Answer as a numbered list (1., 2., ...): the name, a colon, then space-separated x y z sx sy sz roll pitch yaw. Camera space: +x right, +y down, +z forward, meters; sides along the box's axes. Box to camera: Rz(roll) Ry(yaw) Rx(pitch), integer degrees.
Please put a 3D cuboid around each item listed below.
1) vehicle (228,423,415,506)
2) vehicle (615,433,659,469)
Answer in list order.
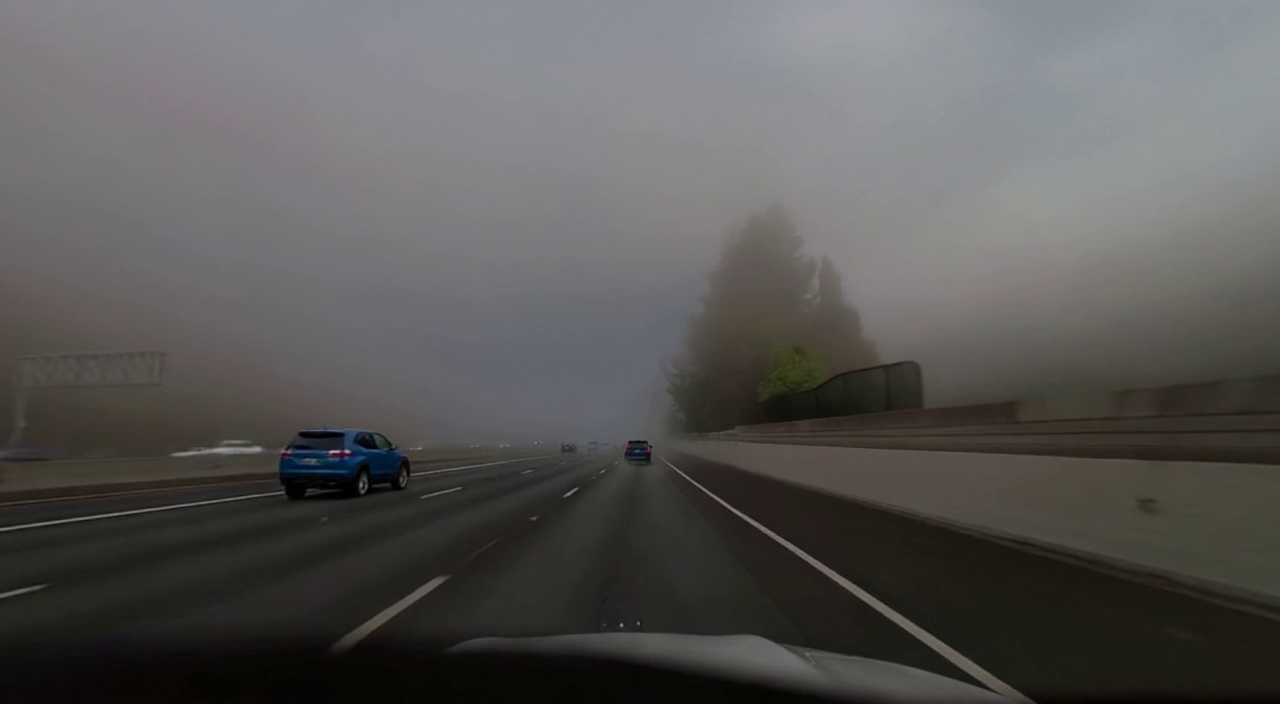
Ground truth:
1. vehicle: -7.451 2.675 15.396 2.166 1.705 4.433 0 -9 1
2. vehicle: -0.126 5.122 32.608 2.141 1.706 4.065 0 -9 1
